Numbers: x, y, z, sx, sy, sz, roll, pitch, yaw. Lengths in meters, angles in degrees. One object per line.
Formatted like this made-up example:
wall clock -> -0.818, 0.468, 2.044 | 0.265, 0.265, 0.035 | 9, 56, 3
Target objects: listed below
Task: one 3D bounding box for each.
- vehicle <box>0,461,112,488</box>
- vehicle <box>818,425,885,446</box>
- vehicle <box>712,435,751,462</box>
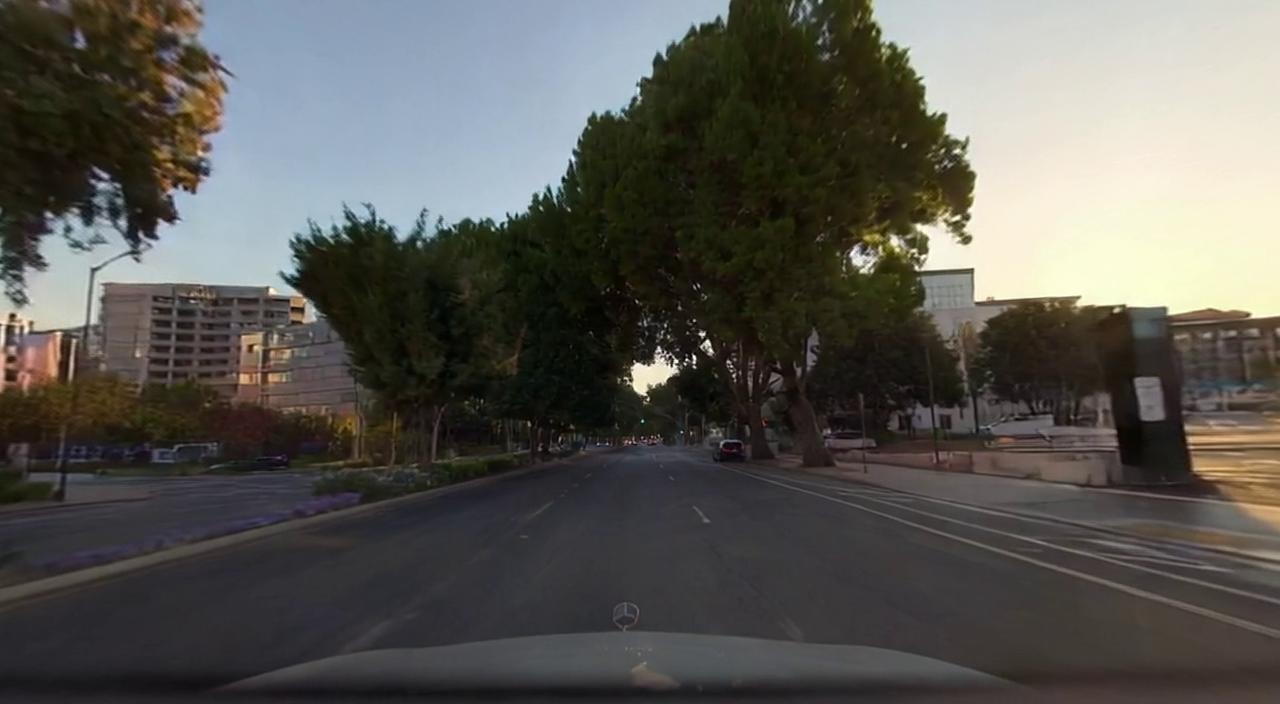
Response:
vehicle -> -32.482, 6.800, 35.235 | 4.359, 1.405, 1.831 | 0, -8, -2
vehicle -> 15.712, 6.265, 47.105 | 4.320, 1.492, 1.835 | 0, -8, 3
vehicle -> 6.078, 6.479, 42.413 | 1.986, 1.682, 4.341 | 0, -8, 0
